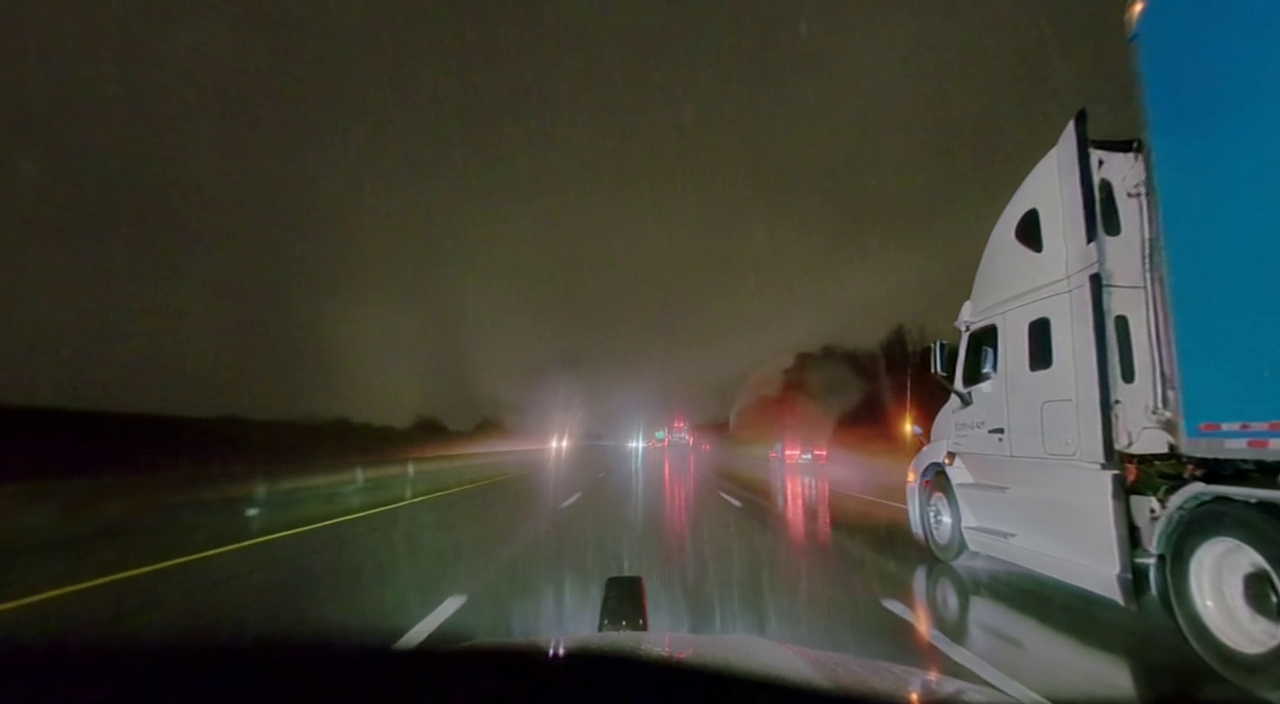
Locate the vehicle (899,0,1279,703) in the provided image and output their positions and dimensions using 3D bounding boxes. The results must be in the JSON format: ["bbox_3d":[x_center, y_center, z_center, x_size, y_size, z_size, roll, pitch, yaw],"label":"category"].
[{"bbox_3d":[4.104,-0.362,1.433,3.012,3.768,8.945,0,-8,-1],"label":"vehicle"}]
